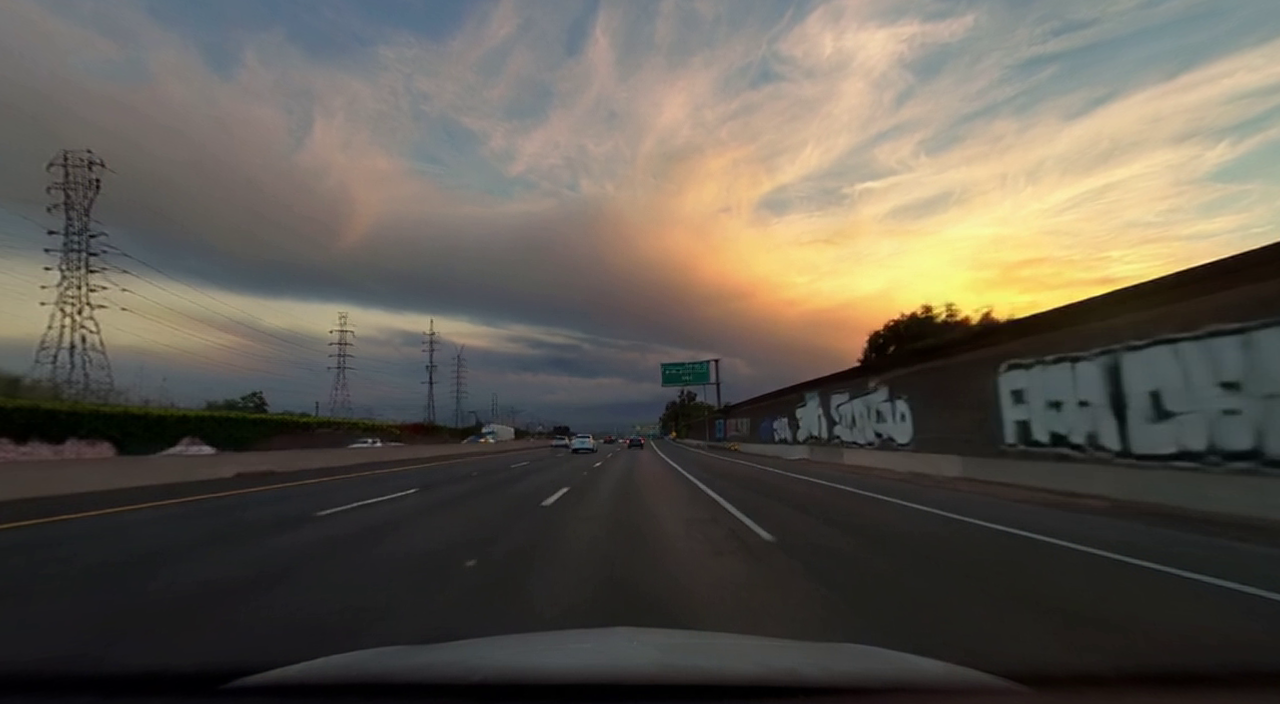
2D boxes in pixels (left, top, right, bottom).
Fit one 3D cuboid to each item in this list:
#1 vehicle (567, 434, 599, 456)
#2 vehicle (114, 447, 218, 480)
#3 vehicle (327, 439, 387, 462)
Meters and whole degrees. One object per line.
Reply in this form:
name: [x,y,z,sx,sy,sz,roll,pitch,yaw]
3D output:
vehicle: [-4.354,7.152,48.635,2.118,1.640,4.031,0,-8,0]
vehicle: [-23.126,5.424,30.988,1.765,1.443,4.311,0,-8,0]
vehicle: [-19.248,6.694,43.097,2.104,1.480,4.366,0,-8,0]
